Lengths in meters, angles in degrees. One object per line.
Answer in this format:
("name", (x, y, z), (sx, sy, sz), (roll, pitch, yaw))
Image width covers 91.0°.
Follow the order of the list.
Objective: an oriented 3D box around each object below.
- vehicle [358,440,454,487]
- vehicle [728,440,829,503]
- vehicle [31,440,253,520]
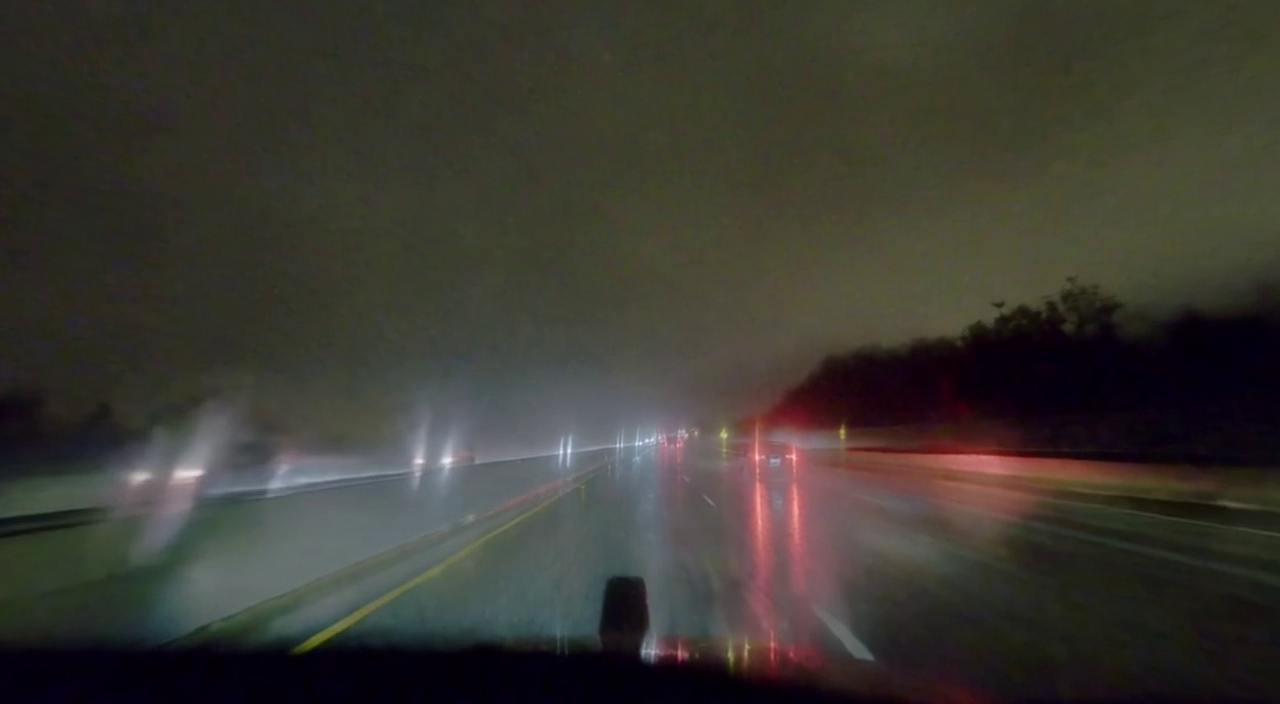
("vehicle", (-9.117, 4.351, 24.964), (2.060, 1.654, 4.362), (0, -8, 1))
("vehicle", (3.415, 2.988, 16.227), (1.683, 1.400, 3.868), (0, -8, -1))
("vehicle", (-12.788, 3.248, 16.674), (2.052, 1.784, 4.583), (0, -8, 1))
